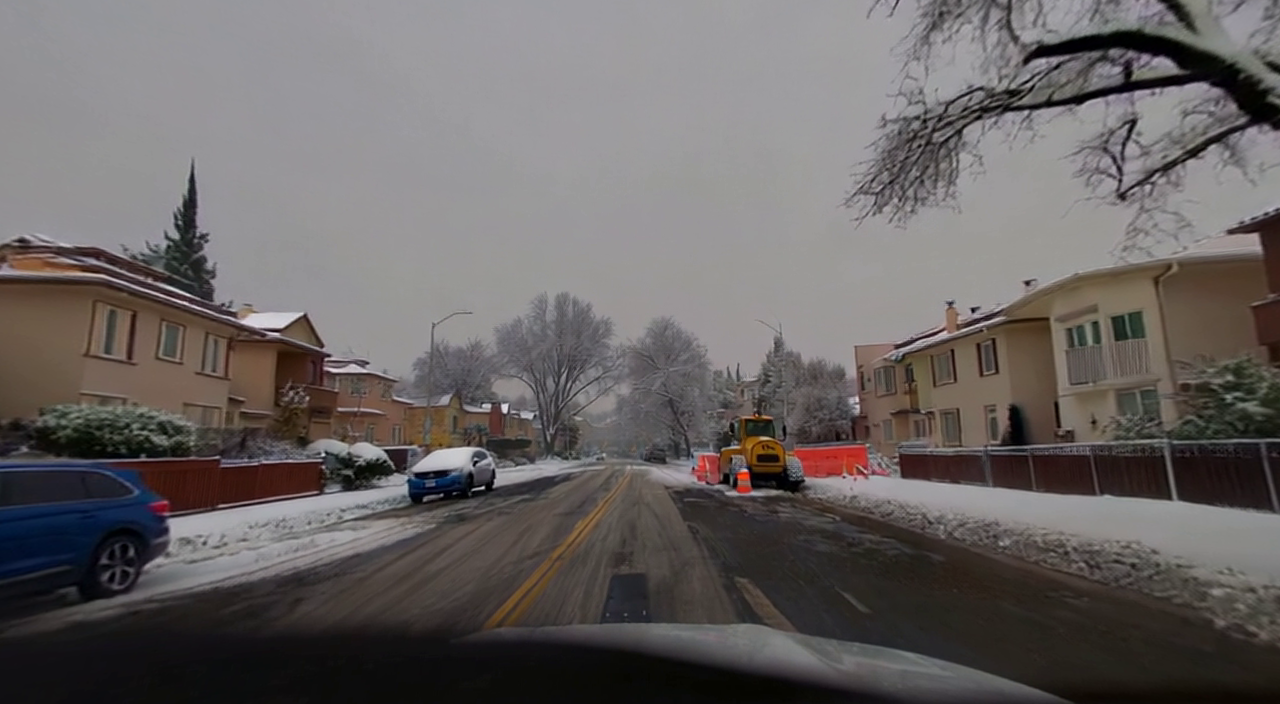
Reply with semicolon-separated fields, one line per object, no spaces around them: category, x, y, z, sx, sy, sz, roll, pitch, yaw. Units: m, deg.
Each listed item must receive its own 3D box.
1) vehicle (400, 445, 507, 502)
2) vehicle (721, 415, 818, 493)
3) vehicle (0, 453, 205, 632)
vehicle;-6.431;4.213;22.425;2.220;1.765;4.799;0;-8;1
vehicle;4.644;3.753;23.219;2.501;2.613;3.505;1;-9;-6
vehicle;-6.496;1.667;5.419;1.974;1.479;4.888;0;-8;1
